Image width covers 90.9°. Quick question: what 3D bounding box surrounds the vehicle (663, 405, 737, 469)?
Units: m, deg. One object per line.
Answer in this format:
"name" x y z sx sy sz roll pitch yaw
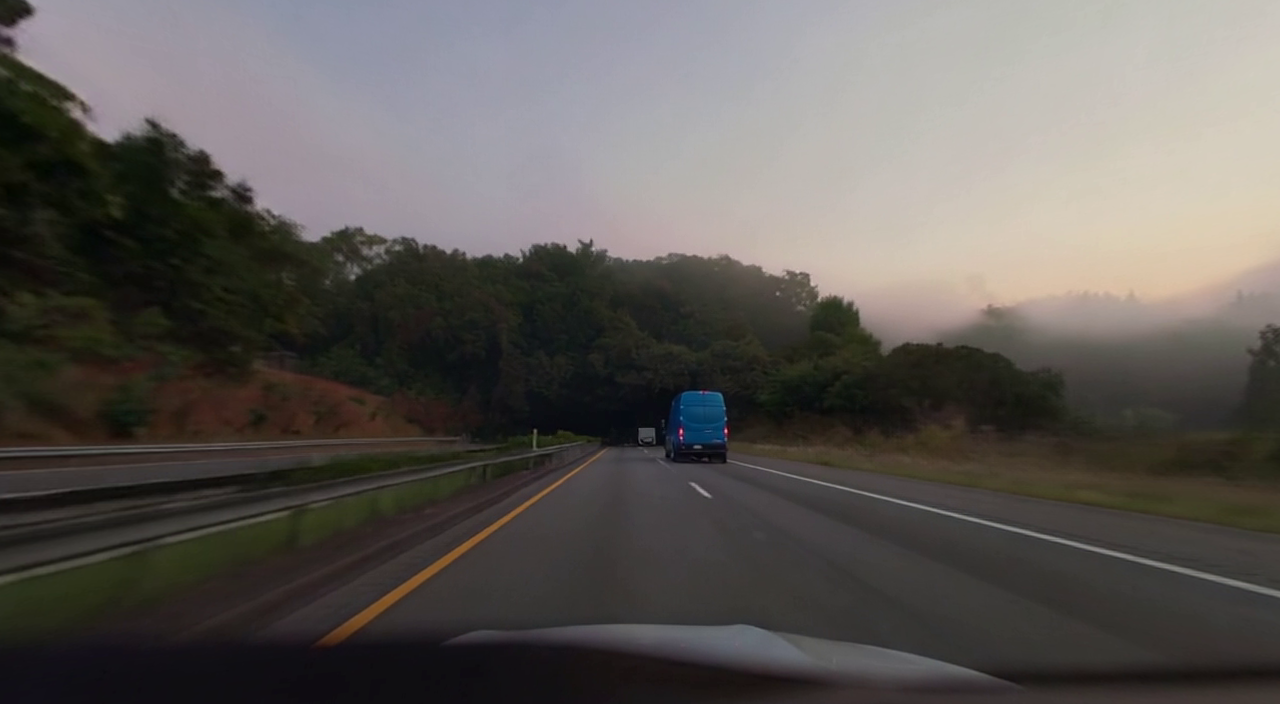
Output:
"vehicle" 2.553 3.872 28.753 2.570 2.596 6.082 0 -8 -2
